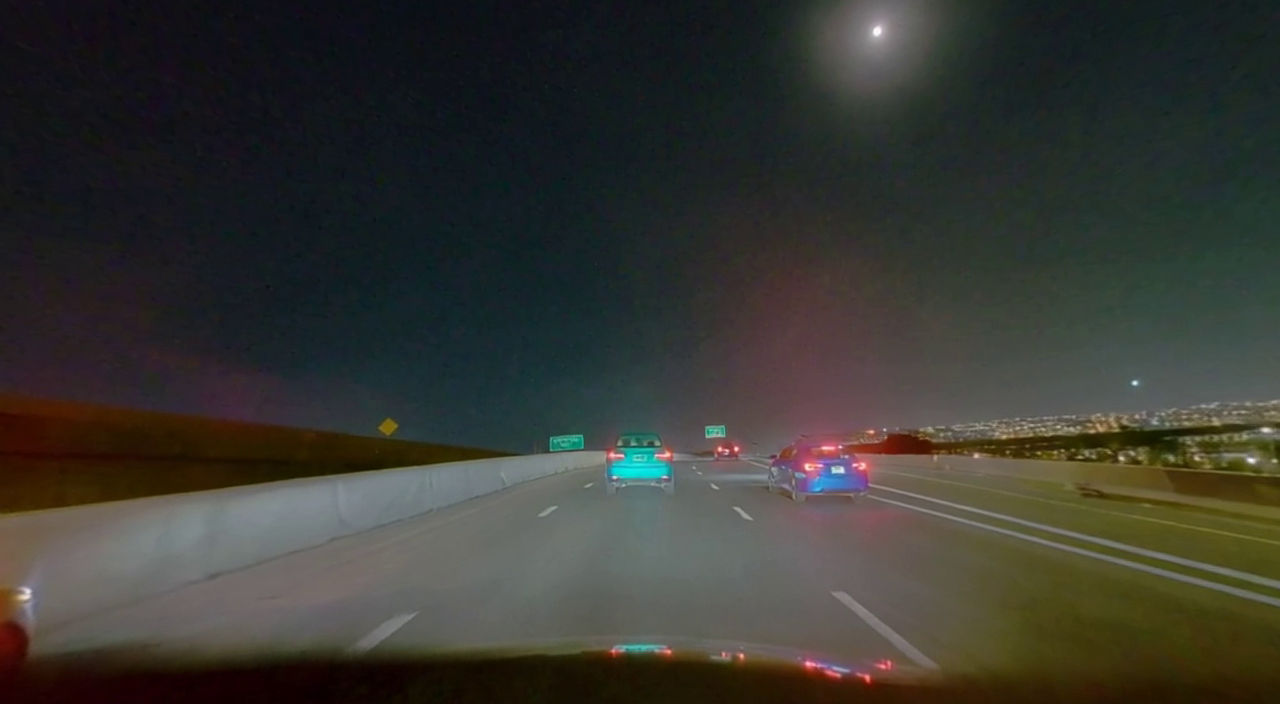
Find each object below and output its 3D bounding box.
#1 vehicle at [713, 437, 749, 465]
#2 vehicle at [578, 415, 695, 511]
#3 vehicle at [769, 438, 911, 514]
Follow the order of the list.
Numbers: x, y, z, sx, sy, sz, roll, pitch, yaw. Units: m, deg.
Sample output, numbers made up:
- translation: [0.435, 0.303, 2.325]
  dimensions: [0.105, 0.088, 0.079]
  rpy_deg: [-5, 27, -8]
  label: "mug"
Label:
- translation: [5.911, 6.473, 41.231]
  dimensions: [2.047, 1.700, 4.069]
  rpy_deg: [-1, -9, 5]
  label: "vehicle"
- translation: [0.019, 2.502, 14.601]
  dimensions: [2.264, 1.841, 4.583]
  rpy_deg: [0, -9, 2]
  label: "vehicle"
- translation: [4.424, 2.786, 14.671]
  dimensions: [2.047, 1.500, 4.017]
  rpy_deg: [0, -9, 1]
  label: "vehicle"
